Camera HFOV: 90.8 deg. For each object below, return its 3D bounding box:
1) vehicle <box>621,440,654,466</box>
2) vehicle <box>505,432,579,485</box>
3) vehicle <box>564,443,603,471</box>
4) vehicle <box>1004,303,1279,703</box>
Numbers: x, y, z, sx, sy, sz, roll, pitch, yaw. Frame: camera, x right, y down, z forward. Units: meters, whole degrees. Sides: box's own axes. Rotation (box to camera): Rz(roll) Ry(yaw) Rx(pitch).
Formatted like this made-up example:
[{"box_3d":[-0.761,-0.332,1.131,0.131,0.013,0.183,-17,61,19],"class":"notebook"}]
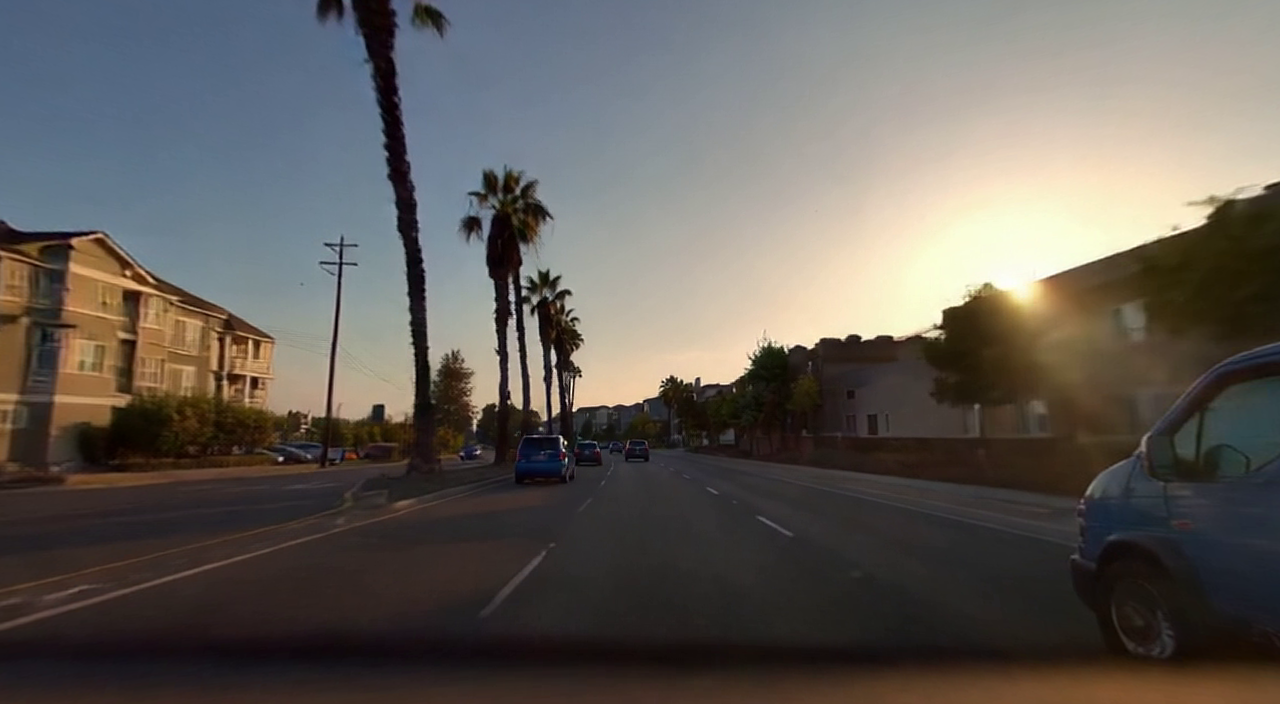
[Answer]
[{"box_3d":[-0.201,7.033,44.068,2.191,1.761,3.857,0,-9,-2],"class":"vehicle"},{"box_3d":[-3.409,3.801,22.709,1.967,1.703,4.157,0,-9,0],"class":"vehicle"},{"box_3d":[-3.068,5.812,35.096,1.869,1.454,4.142,0,-9,-1],"class":"vehicle"},{"box_3d":[3.752,0.681,2.028,2.234,1.912,4.847,0,-9,0],"class":"vehicle"}]
